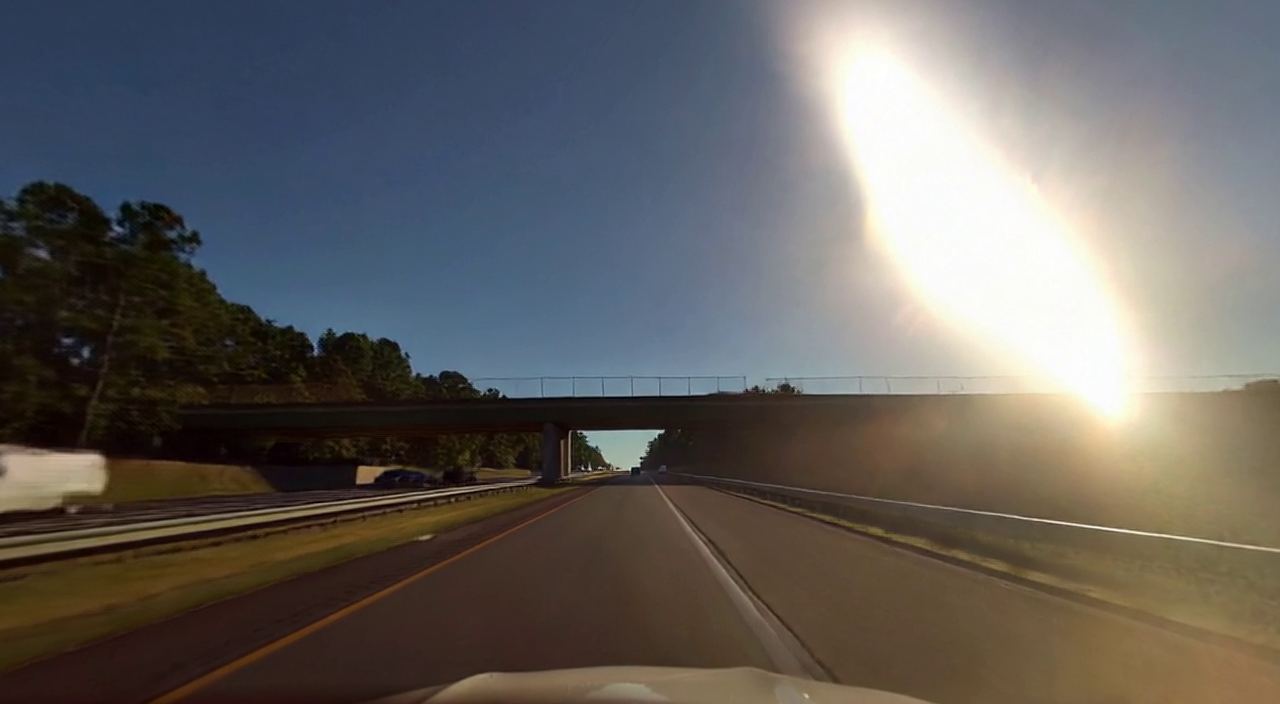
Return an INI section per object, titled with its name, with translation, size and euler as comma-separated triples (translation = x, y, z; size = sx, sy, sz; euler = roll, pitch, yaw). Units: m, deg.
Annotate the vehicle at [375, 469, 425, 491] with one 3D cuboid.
[vehicle]
translation = -17.143, 9.172, 45.251
size = 1.877, 1.446, 4.240
euler = 1, -10, 0
